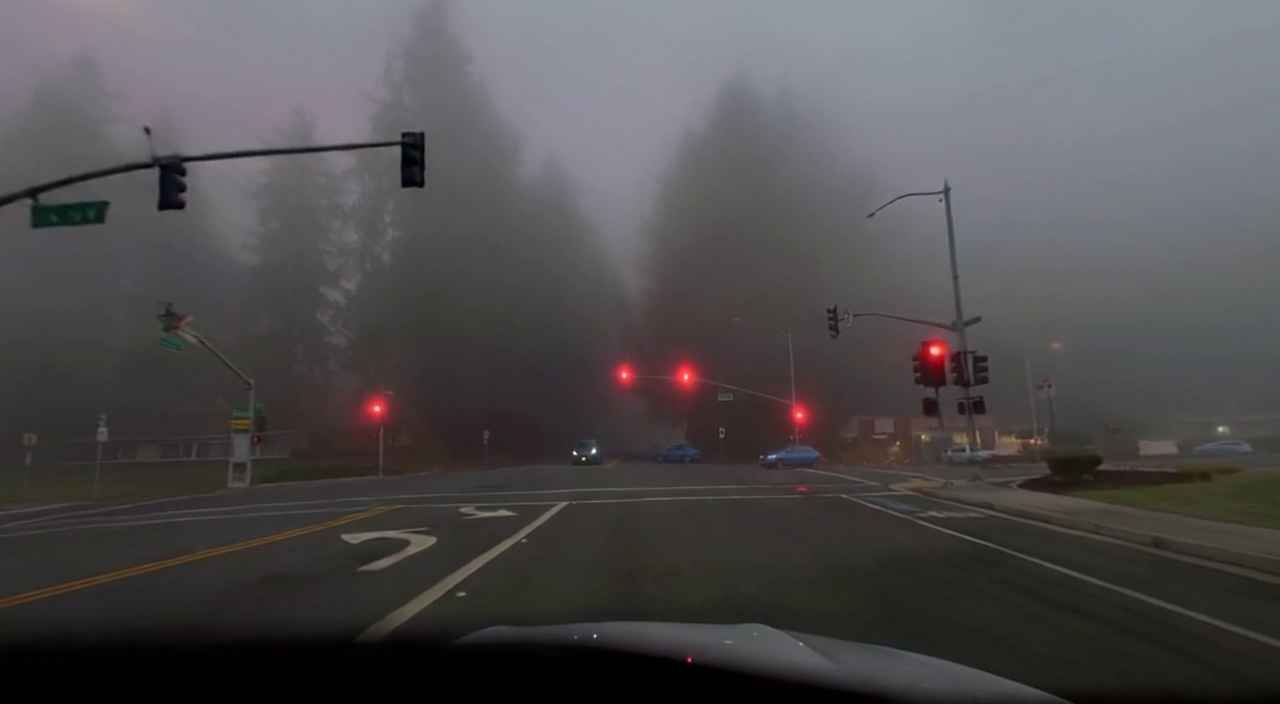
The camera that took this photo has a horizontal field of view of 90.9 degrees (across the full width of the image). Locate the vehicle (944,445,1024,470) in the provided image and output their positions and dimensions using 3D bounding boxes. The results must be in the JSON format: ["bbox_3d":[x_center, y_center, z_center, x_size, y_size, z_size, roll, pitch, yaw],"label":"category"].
[{"bbox_3d":[21.781,6.662,39.903,4.377,1.523,1.877,3,-10,-18],"label":"vehicle"}]

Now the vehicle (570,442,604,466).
[{"bbox_3d":[-3.811,7.501,46.386,2.140,1.638,4.259,0,-9,0],"label":"vehicle"}]

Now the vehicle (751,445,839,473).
[{"bbox_3d":[8.746,6.041,35.593,4.528,1.482,1.864,4,-10,-22],"label":"vehicle"}]
